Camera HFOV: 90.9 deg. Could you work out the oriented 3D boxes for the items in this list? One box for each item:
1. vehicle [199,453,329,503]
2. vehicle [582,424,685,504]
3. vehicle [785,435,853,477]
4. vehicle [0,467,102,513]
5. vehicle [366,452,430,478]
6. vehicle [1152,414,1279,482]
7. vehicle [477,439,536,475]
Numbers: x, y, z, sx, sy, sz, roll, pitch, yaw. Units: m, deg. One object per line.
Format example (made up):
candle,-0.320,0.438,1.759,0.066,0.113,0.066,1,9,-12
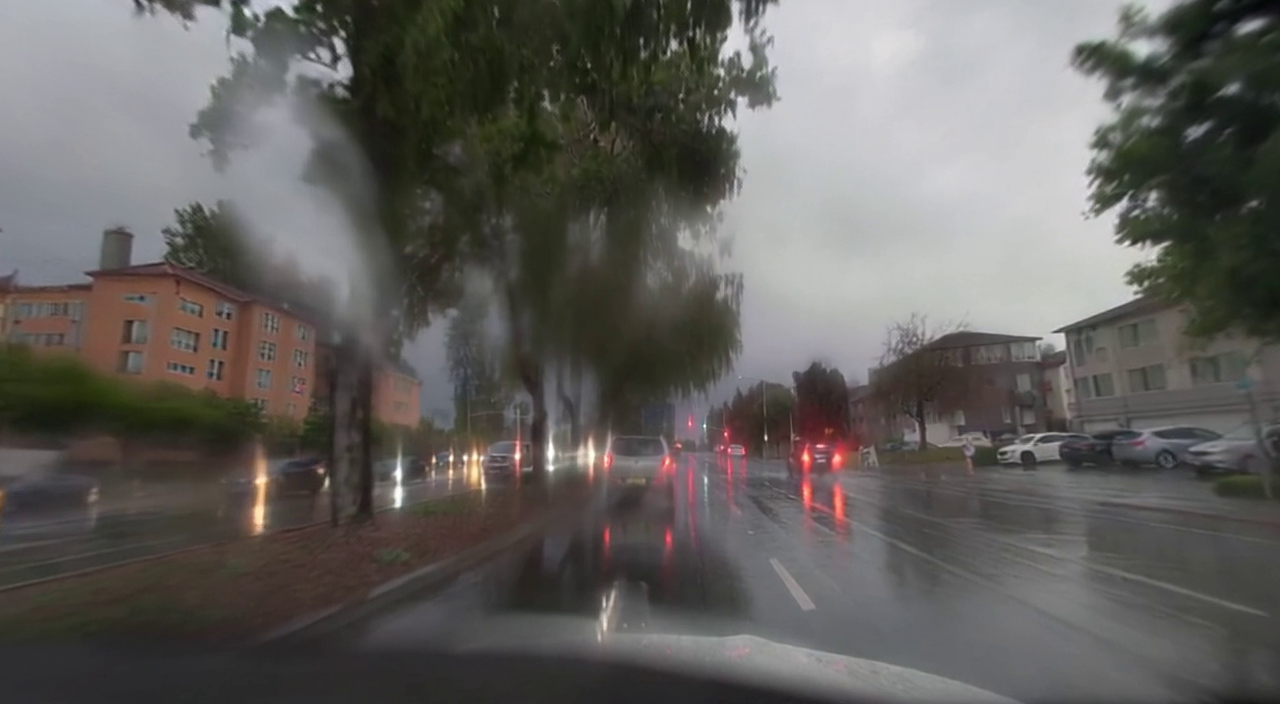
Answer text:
vehicle,-13.249,4.428,22.569,1.806,1.417,4.405,-4,-9,3
vehicle,0.001,2.913,16.772,2.332,1.798,4.546,-1,-8,4
vehicle,7.996,4.669,28.555,1.971,1.722,4.341,0,-8,2
vehicle,-23.276,5.152,23.702,1.824,1.476,4.499,-1,-9,6
vehicle,-15.618,7.308,40.960,2.010,1.510,4.532,-1,-8,5
vehicle,18.491,2.718,18.477,4.783,1.724,2.297,-4,-9,0
vehicle,-7.196,5.691,34.468,2.119,1.778,4.760,0,-8,1
